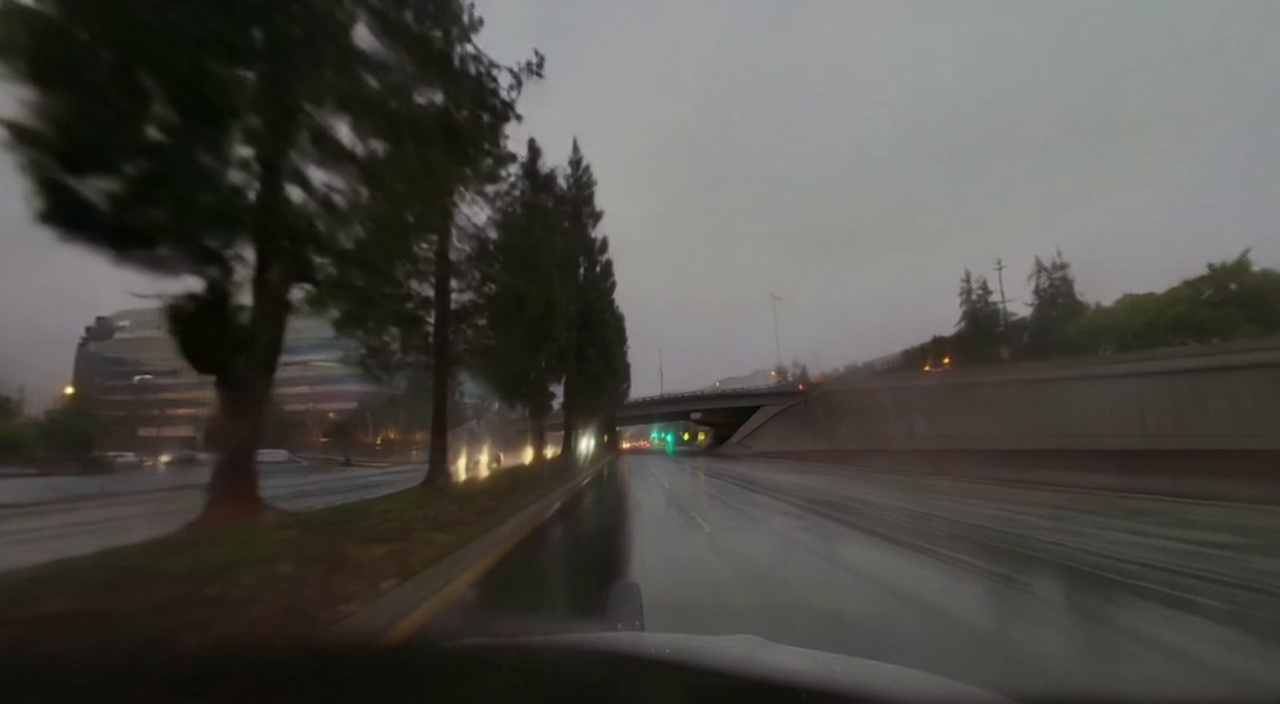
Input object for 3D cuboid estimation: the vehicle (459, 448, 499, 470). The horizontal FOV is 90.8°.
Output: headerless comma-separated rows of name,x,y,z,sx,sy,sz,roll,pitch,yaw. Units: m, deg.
vehicle,-12.360,8.260,48.855,1.932,1.615,4.235,0,-9,0
